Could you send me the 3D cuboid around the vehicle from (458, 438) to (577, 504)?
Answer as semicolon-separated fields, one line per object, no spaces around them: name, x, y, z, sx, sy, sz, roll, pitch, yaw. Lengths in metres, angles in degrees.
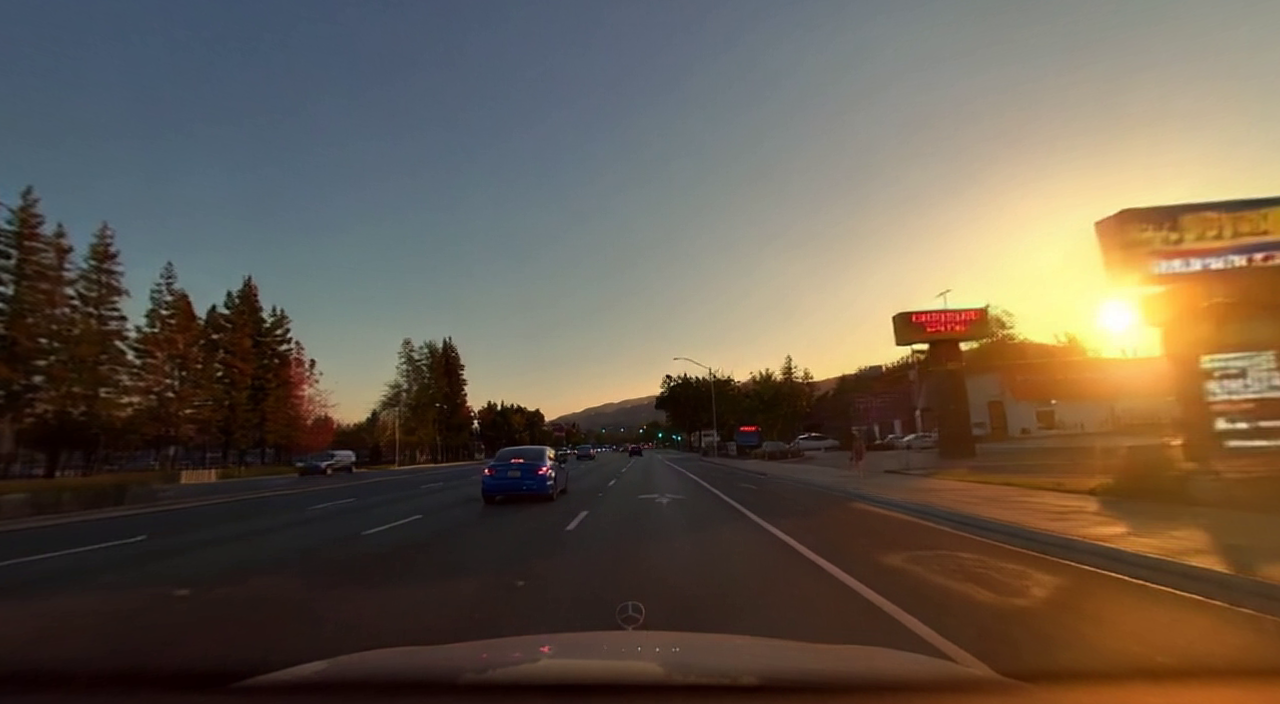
vehicle;-3.031;3.063;16.663;2.152;1.479;4.394;0;-9;2
